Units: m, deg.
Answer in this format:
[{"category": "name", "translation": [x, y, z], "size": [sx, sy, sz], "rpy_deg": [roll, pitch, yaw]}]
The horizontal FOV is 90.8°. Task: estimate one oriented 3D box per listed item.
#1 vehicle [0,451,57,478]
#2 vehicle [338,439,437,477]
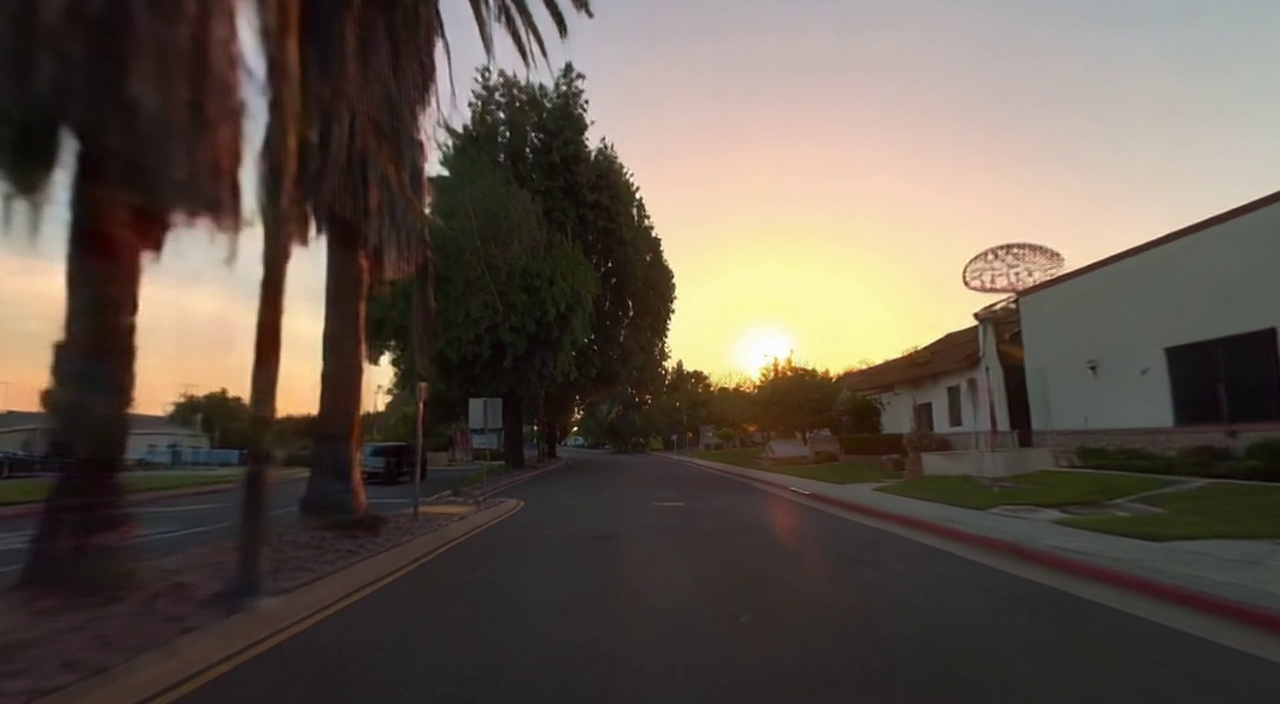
[{"category": "vehicle", "translation": [-37.823, 6.703, 37.678], "size": [1.919, 1.502, 4.695], "rpy_deg": [1, -9, -6]}, {"category": "vehicle", "translation": [-13.347, 5.602, 33.466], "size": [4.651, 1.863, 2.174], "rpy_deg": [-4, -10, 25]}]
